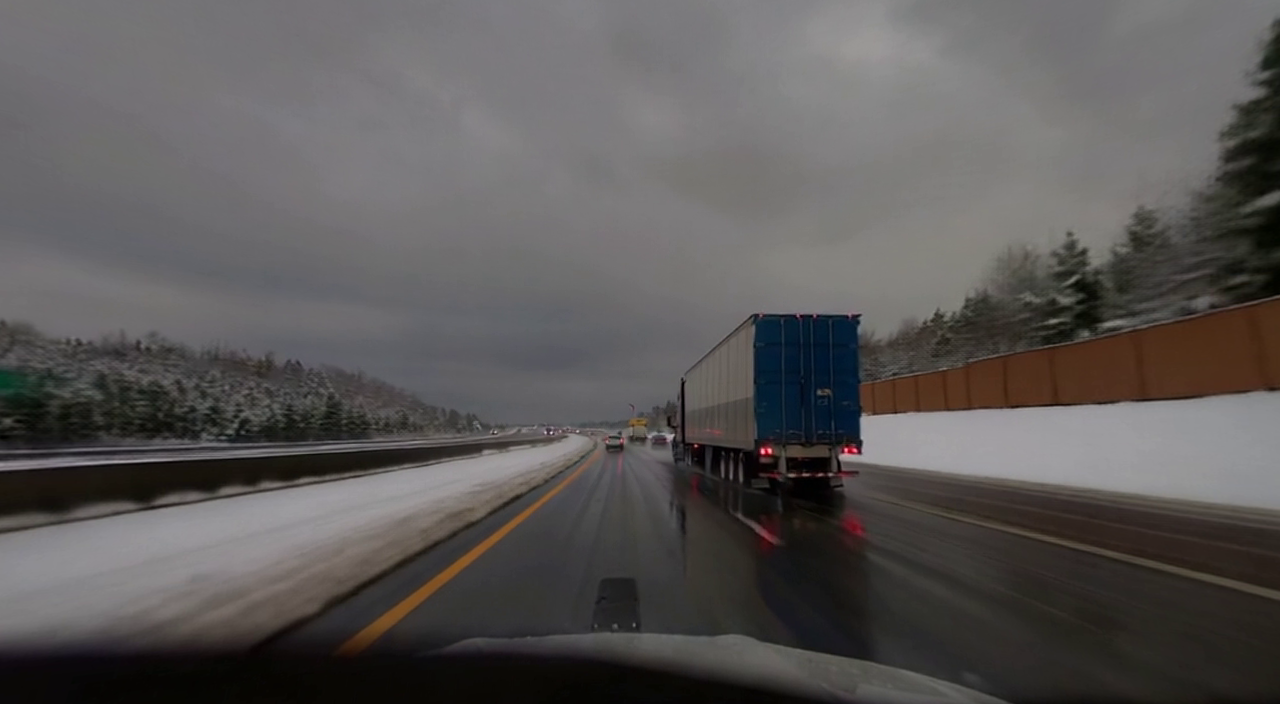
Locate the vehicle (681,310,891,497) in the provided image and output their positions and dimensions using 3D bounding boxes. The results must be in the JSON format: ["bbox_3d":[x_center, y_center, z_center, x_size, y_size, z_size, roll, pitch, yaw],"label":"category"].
[{"bbox_3d":[3.599,1.987,20.767,2.965,4.033,14.299,0,-7,-2],"label":"vehicle"}]
